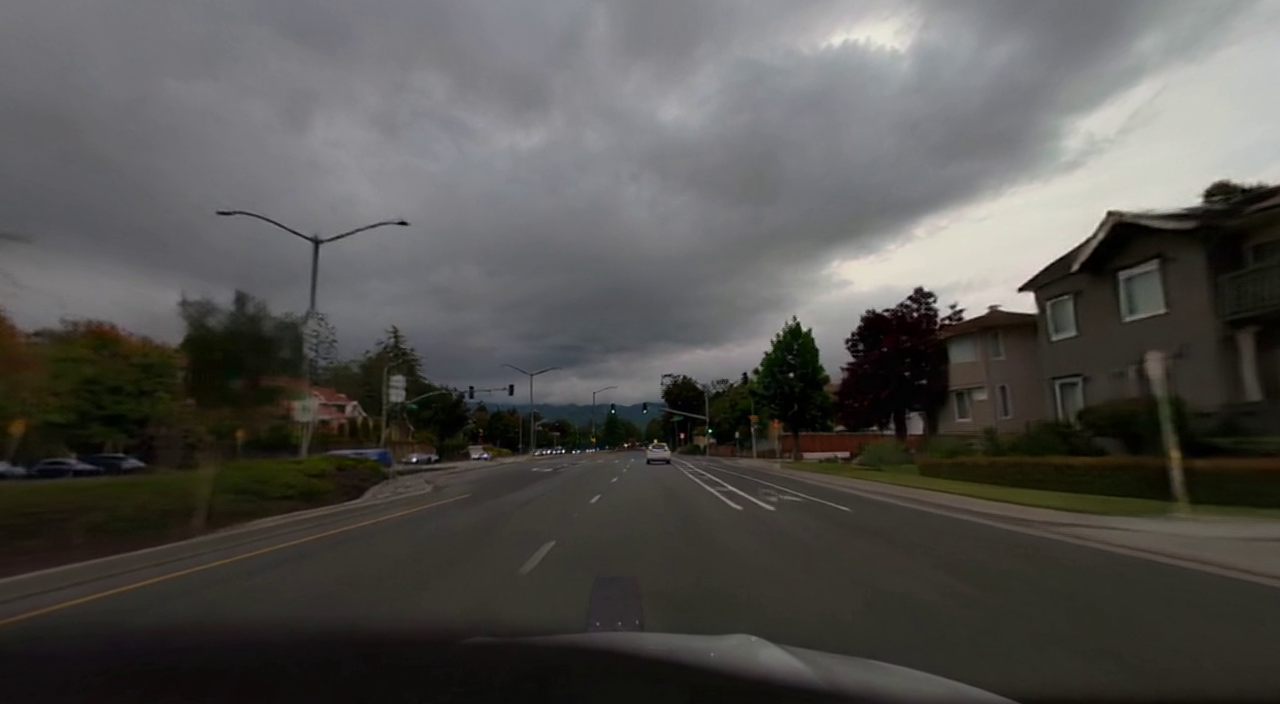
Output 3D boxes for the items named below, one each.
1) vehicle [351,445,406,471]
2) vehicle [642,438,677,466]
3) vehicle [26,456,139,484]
[{"bbox_3d":[-19.102,7.782,46.431,1.963,1.782,4.520,0,-9,2],"label":"vehicle"},{"bbox_3d":[1.352,7.156,45.463,2.273,1.851,5.075,0,-9,-1],"label":"vehicle"},{"bbox_3d":[-32.734,6.908,37.263,2.057,1.447,4.433,-4,-9,21],"label":"vehicle"}]
